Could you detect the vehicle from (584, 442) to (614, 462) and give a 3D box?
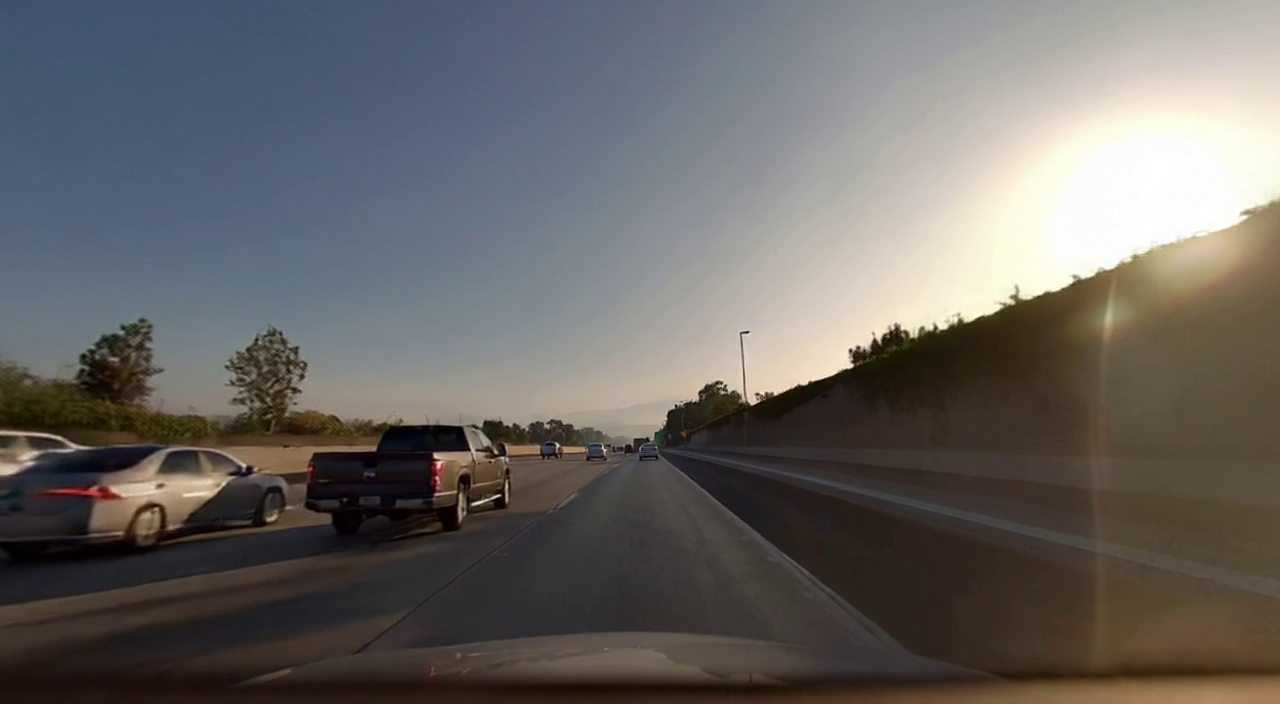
[{"bbox_3d":[-3.165,7.901,49.865,2.056,1.480,4.022,-1,-8,1],"label":"vehicle"}]

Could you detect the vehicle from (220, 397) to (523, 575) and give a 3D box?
[{"bbox_3d":[-3.191,1.720,8.922,2.124,1.787,4.830,-1,-8,0],"label":"vehicle"}]

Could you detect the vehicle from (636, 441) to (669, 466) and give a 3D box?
[{"bbox_3d":[0.779,6.613,41.346,2.073,1.480,4.343,0,-8,0],"label":"vehicle"}]

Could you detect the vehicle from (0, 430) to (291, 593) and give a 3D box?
[{"bbox_3d":[-6.630,1.787,8.007,1.887,1.475,4.316,-1,-8,1],"label":"vehicle"}]
